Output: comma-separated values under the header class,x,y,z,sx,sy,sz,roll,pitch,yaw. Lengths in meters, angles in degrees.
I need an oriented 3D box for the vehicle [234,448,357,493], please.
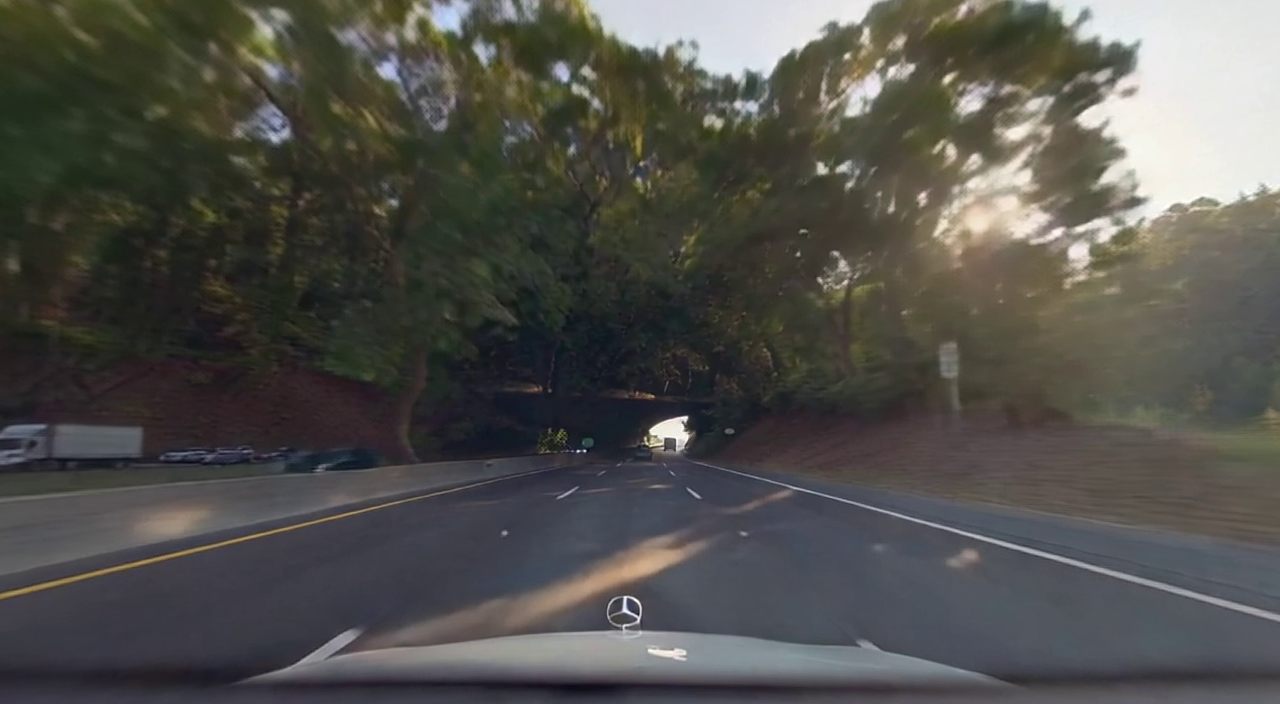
class,x,y,z,sx,sy,sz,roll,pitch,yaw
vehicle,-12.111,4.167,22.541,1.948,1.445,4.306,0,-9,0
